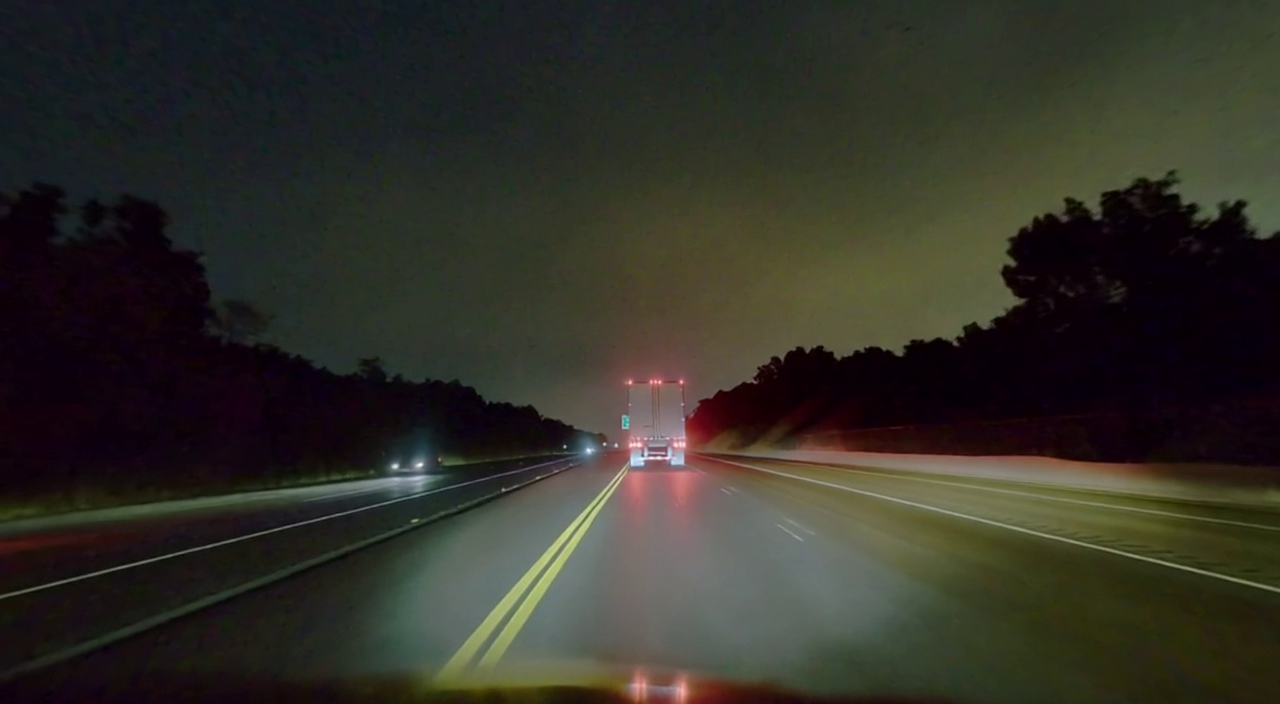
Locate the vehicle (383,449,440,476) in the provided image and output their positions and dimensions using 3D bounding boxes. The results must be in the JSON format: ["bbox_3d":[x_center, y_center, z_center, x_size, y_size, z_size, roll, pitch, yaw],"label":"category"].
[{"bbox_3d":[-14.739,7.145,40.871,1.879,1.561,4.681,0,-8,1],"label":"vehicle"}]

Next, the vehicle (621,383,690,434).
[{"bbox_3d":[0.527,2.467,26.423,2.509,1.890,4.732,0,-8,-4],"label":"vehicle"}]
